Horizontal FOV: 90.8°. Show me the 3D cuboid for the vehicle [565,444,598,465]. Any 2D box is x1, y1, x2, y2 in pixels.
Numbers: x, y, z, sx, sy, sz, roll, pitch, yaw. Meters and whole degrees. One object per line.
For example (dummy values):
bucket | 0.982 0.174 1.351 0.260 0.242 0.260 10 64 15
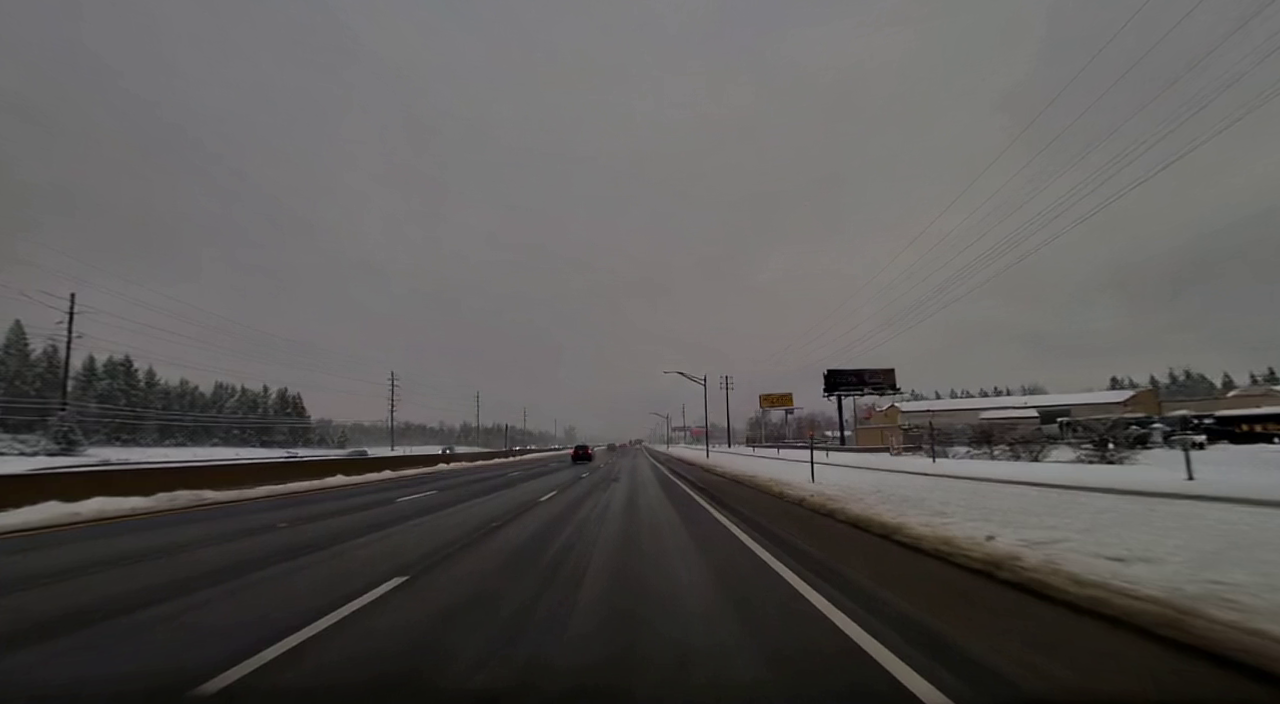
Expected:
vehicle | -4.204 7.427 45.950 1.940 1.479 4.545 0 -9 0
